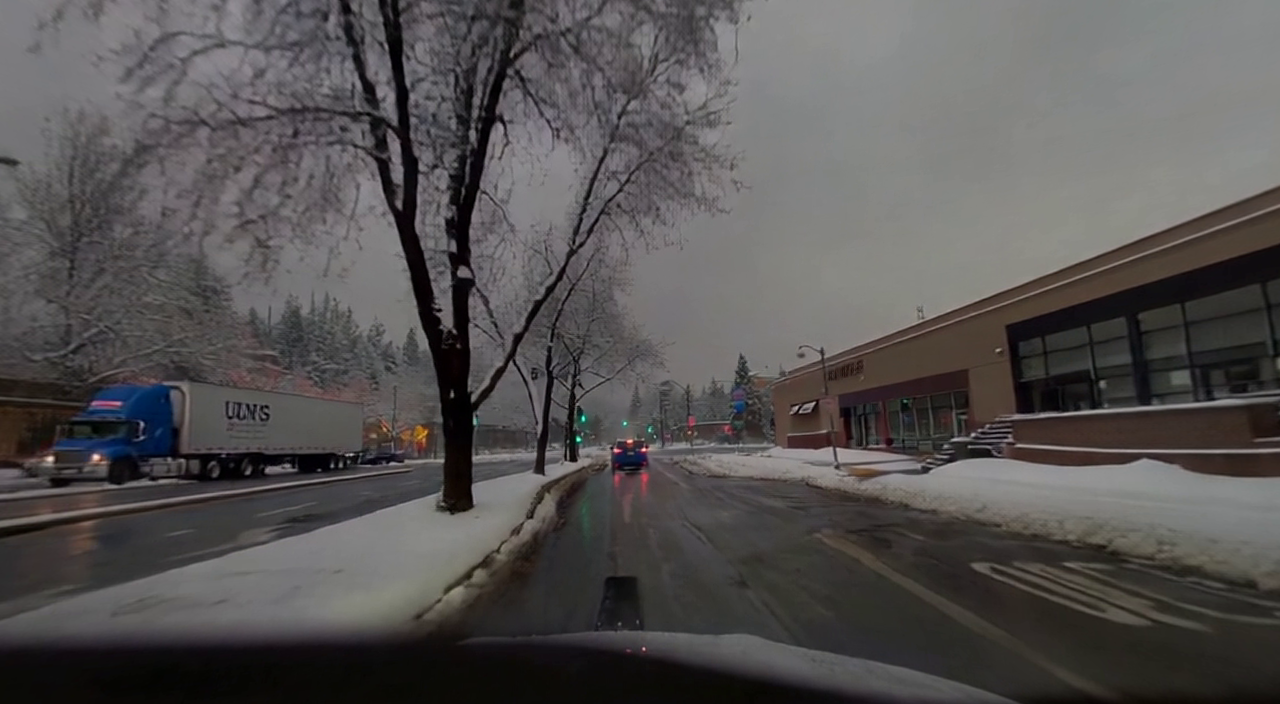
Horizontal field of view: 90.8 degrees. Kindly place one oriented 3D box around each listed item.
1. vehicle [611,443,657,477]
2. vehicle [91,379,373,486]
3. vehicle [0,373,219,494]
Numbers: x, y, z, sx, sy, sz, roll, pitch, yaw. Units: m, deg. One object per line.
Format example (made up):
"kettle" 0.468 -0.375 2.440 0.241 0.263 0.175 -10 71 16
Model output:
"vehicle" -0.220 4.938 29.129 2.006 1.470 3.799 0 -8 1
"vehicle" -18.194 3.924 30.014 2.792 4.025 11.784 -3 -9 19
"vehicle" -20.231 3.139 24.091 3.045 3.961 6.104 -3 -9 18
